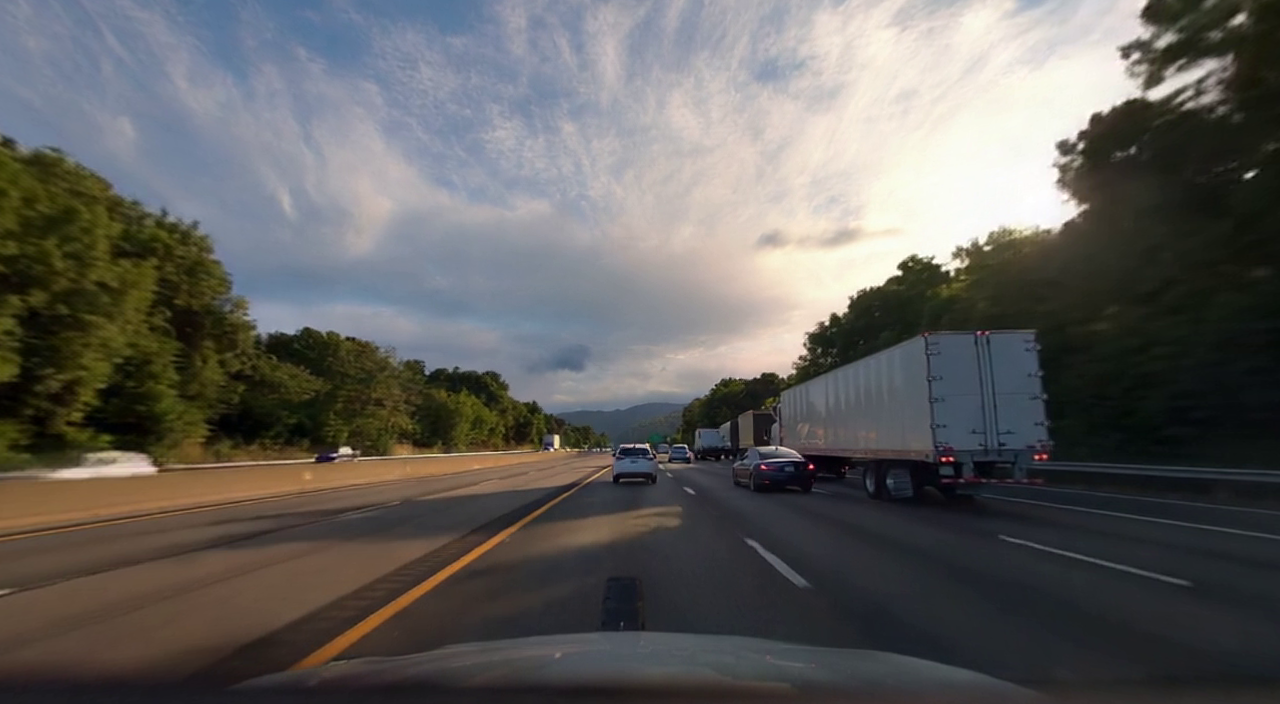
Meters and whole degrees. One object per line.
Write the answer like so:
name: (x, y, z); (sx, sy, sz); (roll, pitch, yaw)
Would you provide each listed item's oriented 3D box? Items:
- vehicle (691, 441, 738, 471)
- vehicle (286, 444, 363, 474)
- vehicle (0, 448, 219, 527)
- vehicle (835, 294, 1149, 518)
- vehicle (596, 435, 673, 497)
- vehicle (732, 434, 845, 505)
vehicle: (4.192, 5.941, 36.161); (2.150, 1.632, 4.260); (0, -9, -1)
vehicle: (-19.192, 6.529, 38.705); (2.139, 1.674, 4.733); (-1, -9, 2)
vehicle: (-12.070, 2.941, 14.289); (2.189, 1.486, 4.091); (0, -9, 1)
vehicle: (7.624, 1.572, 15.686); (2.823, 4.063, 8.485); (0, -9, 0)
vehicle: (-0.128, 3.280, 18.449); (2.023, 1.618, 3.628); (0, -9, 1)
vehicle: (3.672, 2.967, 16.328); (1.920, 1.594, 3.867); (0, -9, -1)
